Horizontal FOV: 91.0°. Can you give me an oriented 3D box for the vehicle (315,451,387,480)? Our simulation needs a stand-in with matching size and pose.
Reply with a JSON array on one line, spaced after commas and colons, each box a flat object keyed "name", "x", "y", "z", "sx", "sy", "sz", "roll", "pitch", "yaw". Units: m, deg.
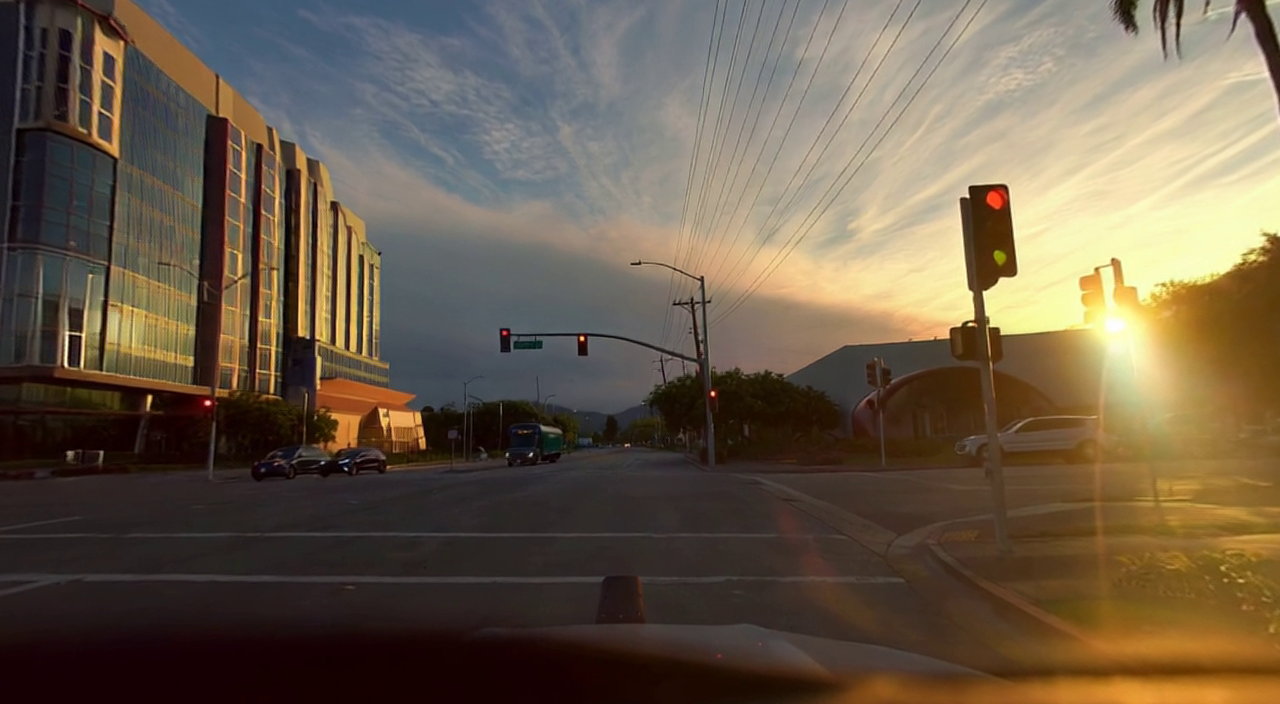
[{"name": "vehicle", "x": -15.344, "y": 6.023, "z": 33.684, "sx": 1.875, "sy": 1.389, "sz": 3.784, "roll": 0, "pitch": -9, "yaw": 3}]

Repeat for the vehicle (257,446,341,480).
[{"name": "vehicle", "x": -19.062, "y": 6.208, "z": 35.501, "sx": 2.017, "sy": 1.739, "sz": 4.569, "roll": 0, "pitch": -9, "yaw": 2}]
